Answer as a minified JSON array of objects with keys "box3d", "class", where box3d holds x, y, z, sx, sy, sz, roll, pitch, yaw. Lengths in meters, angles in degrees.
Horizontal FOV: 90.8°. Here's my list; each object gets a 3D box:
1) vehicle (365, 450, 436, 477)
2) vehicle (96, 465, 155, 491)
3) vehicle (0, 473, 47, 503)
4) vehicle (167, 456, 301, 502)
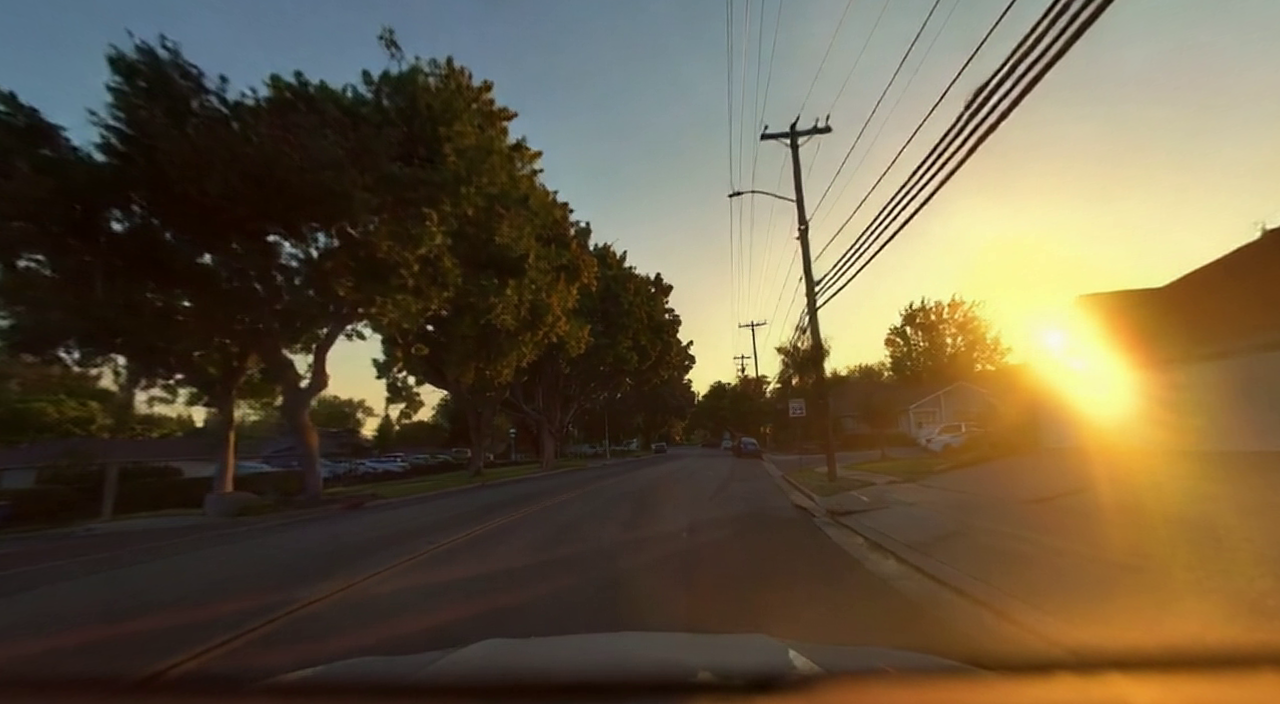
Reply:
[{"box3d":[-15.306,7.151,40.540,4.123,1.603,1.906,3,-9,-18],"class":"vehicle"},{"box3d":[-35.367,8.594,43.408,4.478,1.533,2.018,-7,-11,37],"class":"vehicle"},{"box3d":[-37.853,8.134,37.987,4.305,1.465,1.903,-5,-10,30],"class":"vehicle"},{"box3d":[-17.417,5.443,27.415,4.675,1.442,1.906,-1,-8,-25],"class":"vehicle"}]
